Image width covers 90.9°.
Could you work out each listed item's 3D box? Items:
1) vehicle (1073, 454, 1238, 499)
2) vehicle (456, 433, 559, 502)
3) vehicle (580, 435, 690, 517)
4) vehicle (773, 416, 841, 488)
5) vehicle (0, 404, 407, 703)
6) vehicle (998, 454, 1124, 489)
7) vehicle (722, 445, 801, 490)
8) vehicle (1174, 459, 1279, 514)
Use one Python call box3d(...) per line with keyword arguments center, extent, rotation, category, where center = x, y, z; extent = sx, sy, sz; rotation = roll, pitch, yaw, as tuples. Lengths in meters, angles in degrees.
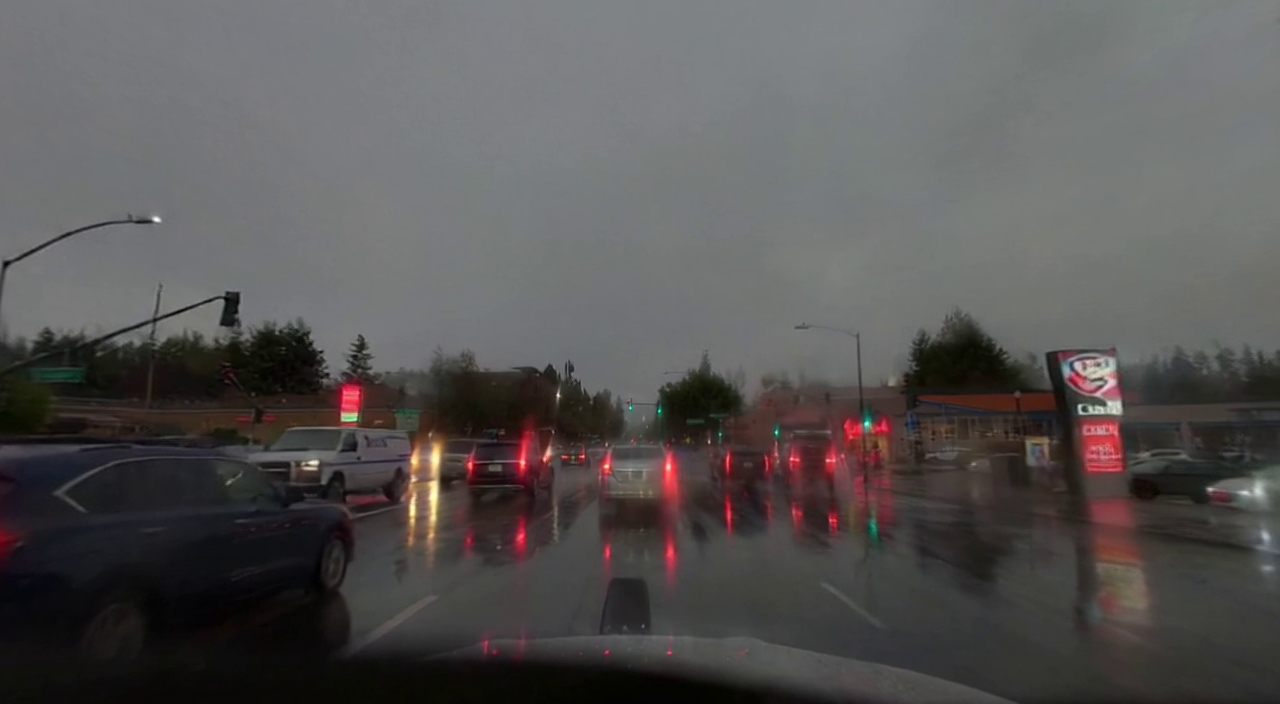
box3d(center=(19.399, 4.686, 23.888), extent=(4.379, 1.558, 2.033), rotation=(0, -9, 2), category="vehicle")
box3d(center=(-3.544, 3.160, 17.648), extent=(1.983, 1.685, 3.997), rotation=(0, -8, 1), category="vehicle")
box3d(center=(-0.078, 2.694, 14.202), extent=(2.121, 1.563, 4.031), rotation=(0, -8, 0), category="vehicle")
box3d(center=(8.236, 4.947, 31.293), extent=(2.613, 3.281, 2.673), rotation=(2, -8, 0), category="vehicle")
box3d(center=(-3.673, 1.284, 4.743), extent=(1.992, 1.493, 4.688), rotation=(0, -8, 1), category="vehicle")
box3d(center=(19.294, 5.478, 29.067), extent=(4.367, 1.475, 1.815), rotation=(-1, -9, 7), category="vehicle")
box3d(center=(4.319, 4.178, 23.152), extent=(1.979, 1.485, 4.207), rotation=(0, -8, -1), category="vehicle")
box3d(center=(18.818, 3.850, 18.213), extent=(4.795, 1.457, 1.986), rotation=(-1, -9, 4), category="vehicle")
